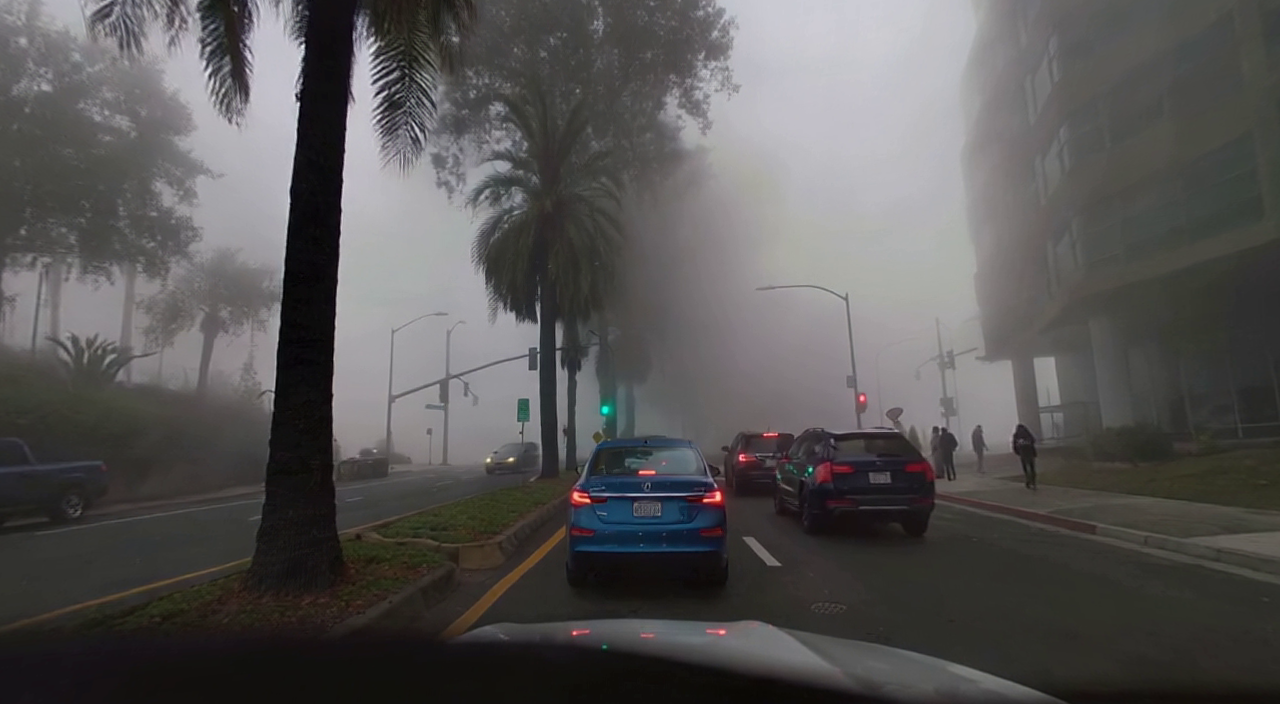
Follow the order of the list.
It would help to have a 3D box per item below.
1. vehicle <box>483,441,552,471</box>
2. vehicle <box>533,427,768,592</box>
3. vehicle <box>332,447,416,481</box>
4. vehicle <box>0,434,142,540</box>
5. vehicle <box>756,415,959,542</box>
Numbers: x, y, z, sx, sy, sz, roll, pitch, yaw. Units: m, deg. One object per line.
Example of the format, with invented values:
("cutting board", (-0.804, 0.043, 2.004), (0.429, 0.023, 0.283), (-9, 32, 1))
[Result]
("vehicle", (-6.447, 5.529, 33.792), (1.898, 1.439, 4.540), (-2, -9, 12))
("vehicle", (0.136, 1.709, 7.704), (2.088, 1.452, 3.993), (0, -8, 1))
("vehicle", (-13.183, 5.558, 31.696), (1.965, 1.507, 4.725), (-1, -8, 2))
("vehicle", (-13.056, 2.715, 12.286), (2.240, 1.964, 5.707), (-6, -8, 0))
("vehicle", (3.388, 2.063, 10.920), (2.003, 1.733, 4.319), (0, -8, 1))
